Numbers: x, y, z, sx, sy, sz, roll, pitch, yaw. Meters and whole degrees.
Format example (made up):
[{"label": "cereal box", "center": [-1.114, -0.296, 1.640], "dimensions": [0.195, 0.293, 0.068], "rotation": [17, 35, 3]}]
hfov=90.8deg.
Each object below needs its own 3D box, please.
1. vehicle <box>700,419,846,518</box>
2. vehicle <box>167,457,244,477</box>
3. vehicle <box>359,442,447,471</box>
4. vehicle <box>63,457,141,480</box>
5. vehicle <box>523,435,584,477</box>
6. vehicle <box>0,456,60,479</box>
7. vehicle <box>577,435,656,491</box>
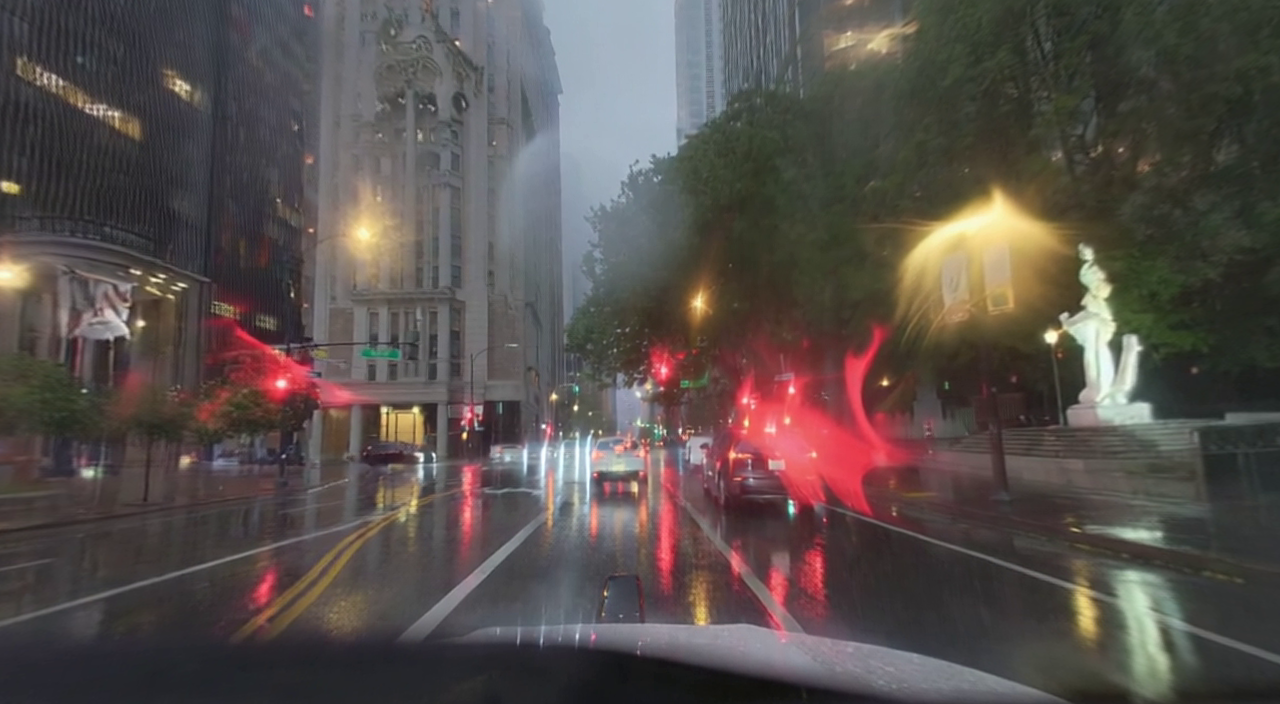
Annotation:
[{"label": "vehicle", "center": [2.609, 2.432, 13.673], "dimensions": [2.096, 1.775, 4.440], "rotation": [0, -9, -1]}, {"label": "vehicle", "center": [-32.396, 8.571, 47.174], "dimensions": [4.392, 1.427, 1.764], "rotation": [0, -9, 0]}, {"label": "vehicle", "center": [-15.305, 6.752, 41.007], "dimensions": [4.855, 1.769, 2.071], "rotation": [0, -9, -4]}, {"label": "vehicle", "center": [-40.230, 8.737, 47.293], "dimensions": [4.224, 1.622, 1.808], "rotation": [0, -9, 2]}, {"label": "vehicle", "center": [-3.600, 4.417, 27.143], "dimensions": [2.045, 1.633, 4.864], "rotation": [0, -8, -2]}, {"label": "vehicle", "center": [-45.770, 8.584, 46.958], "dimensions": [3.671, 1.498, 1.670], "rotation": [2, -10, 4]}, {"label": "vehicle", "center": [-0.615, 3.273, 18.966], "dimensions": [2.096, 1.492, 4.071], "rotation": [0, -8, 0]}]
